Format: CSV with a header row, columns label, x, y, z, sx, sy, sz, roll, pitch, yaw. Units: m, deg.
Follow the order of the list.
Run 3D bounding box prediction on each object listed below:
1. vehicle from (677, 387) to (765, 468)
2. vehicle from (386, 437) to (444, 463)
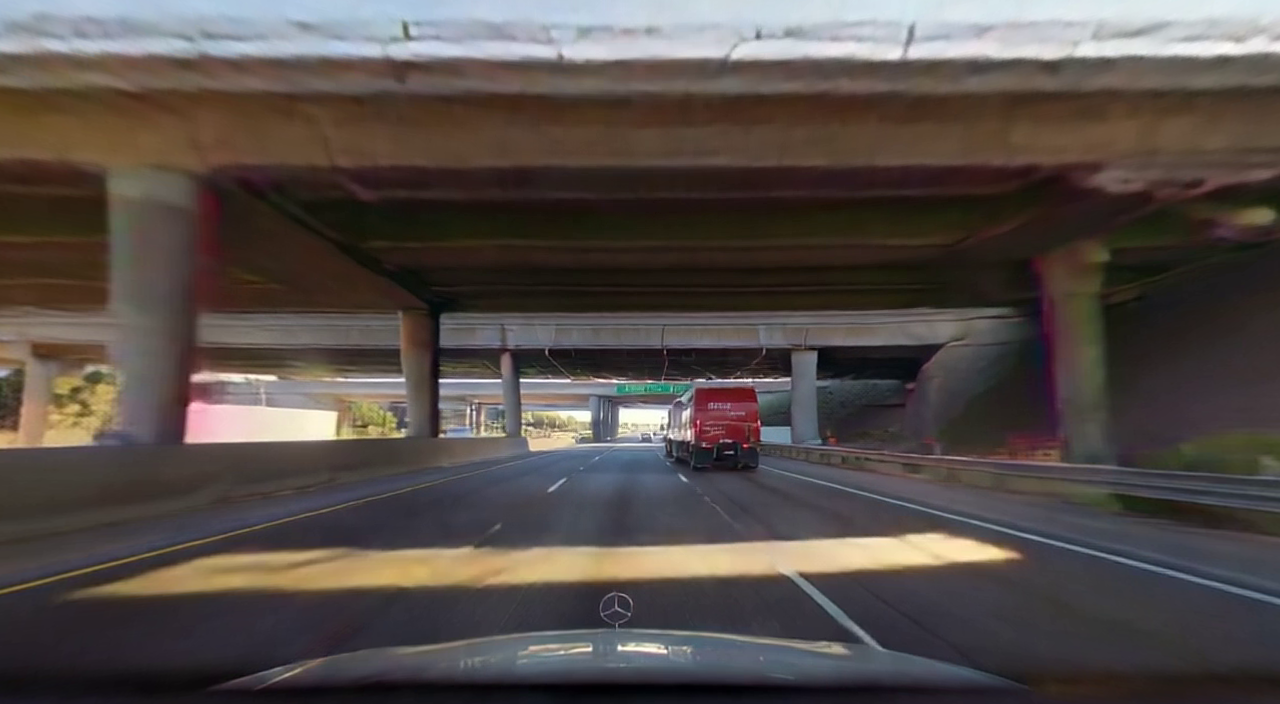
label,x,y,z,sx,sy,sz,roll,pitch,yaw
vehicle,3.738,3.895,32.065,2.849,3.391,11.018,0,-8,-1
vehicle,-13.871,6.028,39.158,1.894,1.483,4.573,0,-8,0
